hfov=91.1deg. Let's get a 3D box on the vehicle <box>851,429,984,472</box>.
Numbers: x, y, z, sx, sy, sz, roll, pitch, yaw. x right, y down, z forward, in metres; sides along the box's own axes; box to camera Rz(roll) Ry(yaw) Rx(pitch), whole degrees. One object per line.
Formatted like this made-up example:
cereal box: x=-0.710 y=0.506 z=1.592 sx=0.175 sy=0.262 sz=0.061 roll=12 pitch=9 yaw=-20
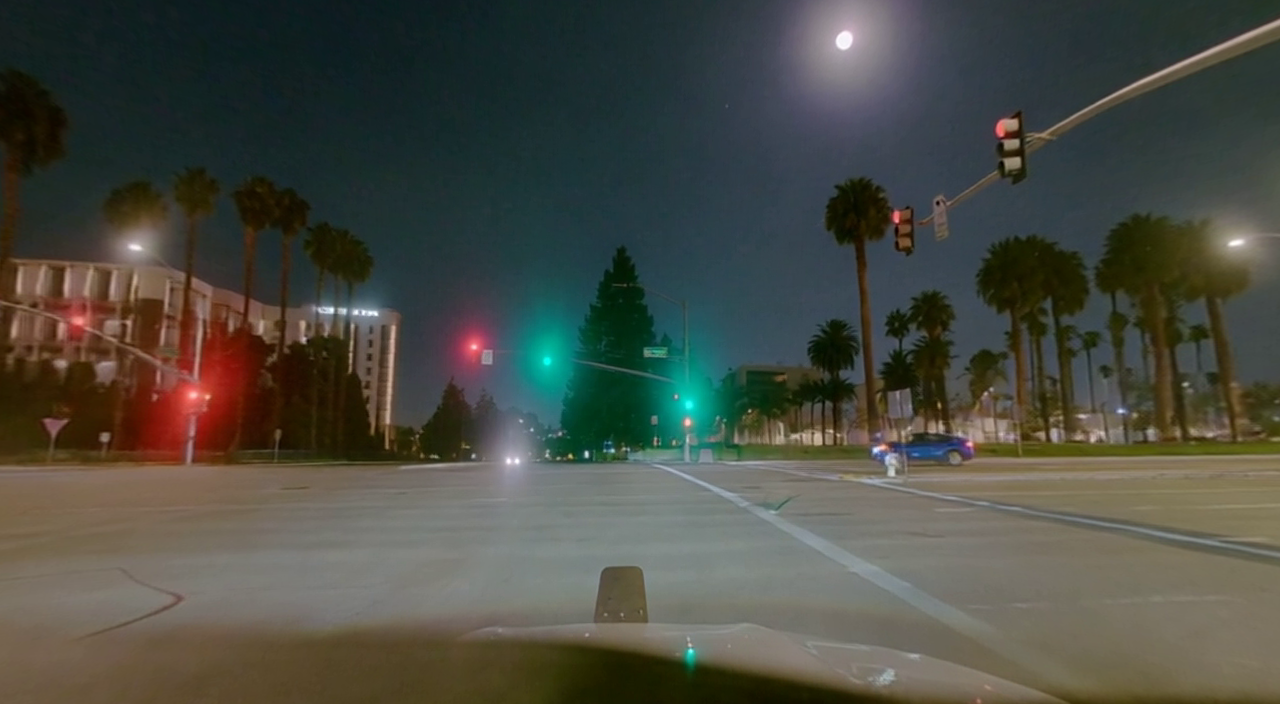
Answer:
vehicle: x=12.005 y=4.296 z=27.433 sx=4.820 sy=1.751 sz=2.050 roll=0 pitch=-8 yaw=-3
